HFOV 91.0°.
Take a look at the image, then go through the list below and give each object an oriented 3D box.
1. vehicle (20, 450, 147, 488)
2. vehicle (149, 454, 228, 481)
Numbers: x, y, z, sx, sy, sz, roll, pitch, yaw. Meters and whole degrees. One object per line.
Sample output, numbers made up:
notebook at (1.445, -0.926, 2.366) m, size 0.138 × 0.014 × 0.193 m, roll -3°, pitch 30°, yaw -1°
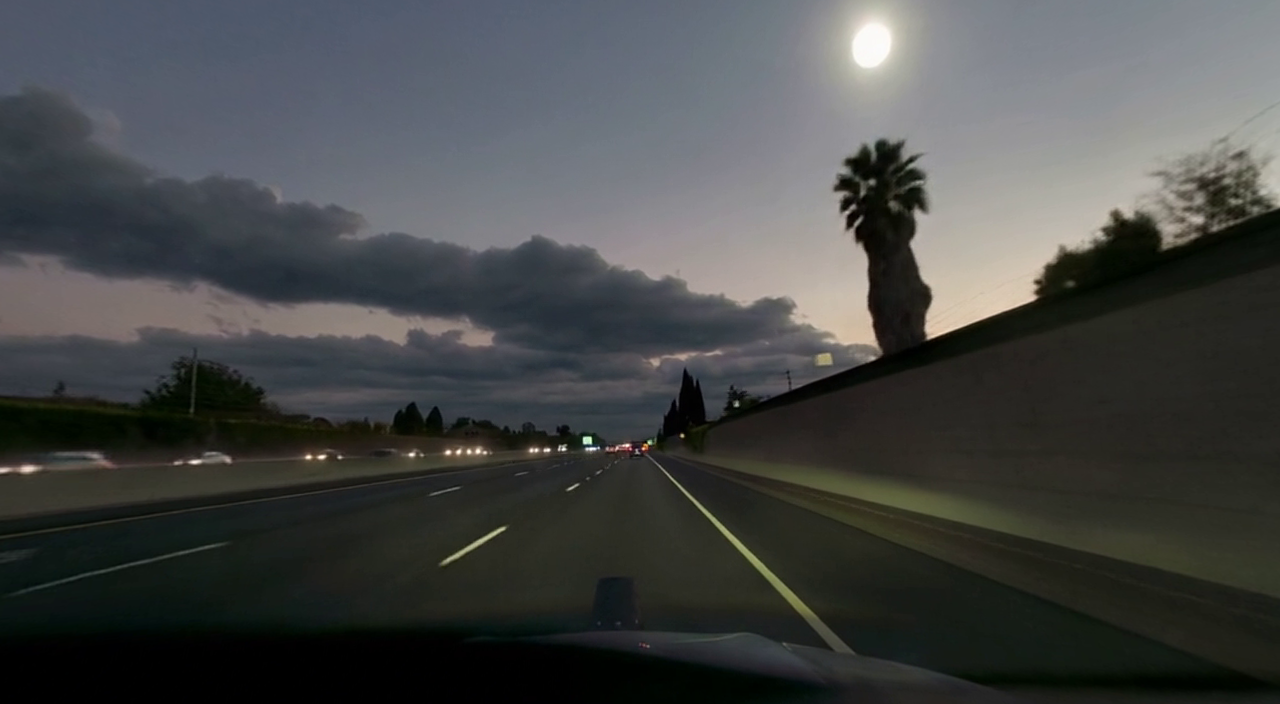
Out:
vehicle at (-26.195, 5.485, 29.907) m, size 1.899 × 1.662 × 4.476 m, roll 0°, pitch -9°, yaw 0°
vehicle at (-29.719, 7.601, 41.643) m, size 1.880 × 1.586 × 4.471 m, roll 0°, pitch -9°, yaw 0°
